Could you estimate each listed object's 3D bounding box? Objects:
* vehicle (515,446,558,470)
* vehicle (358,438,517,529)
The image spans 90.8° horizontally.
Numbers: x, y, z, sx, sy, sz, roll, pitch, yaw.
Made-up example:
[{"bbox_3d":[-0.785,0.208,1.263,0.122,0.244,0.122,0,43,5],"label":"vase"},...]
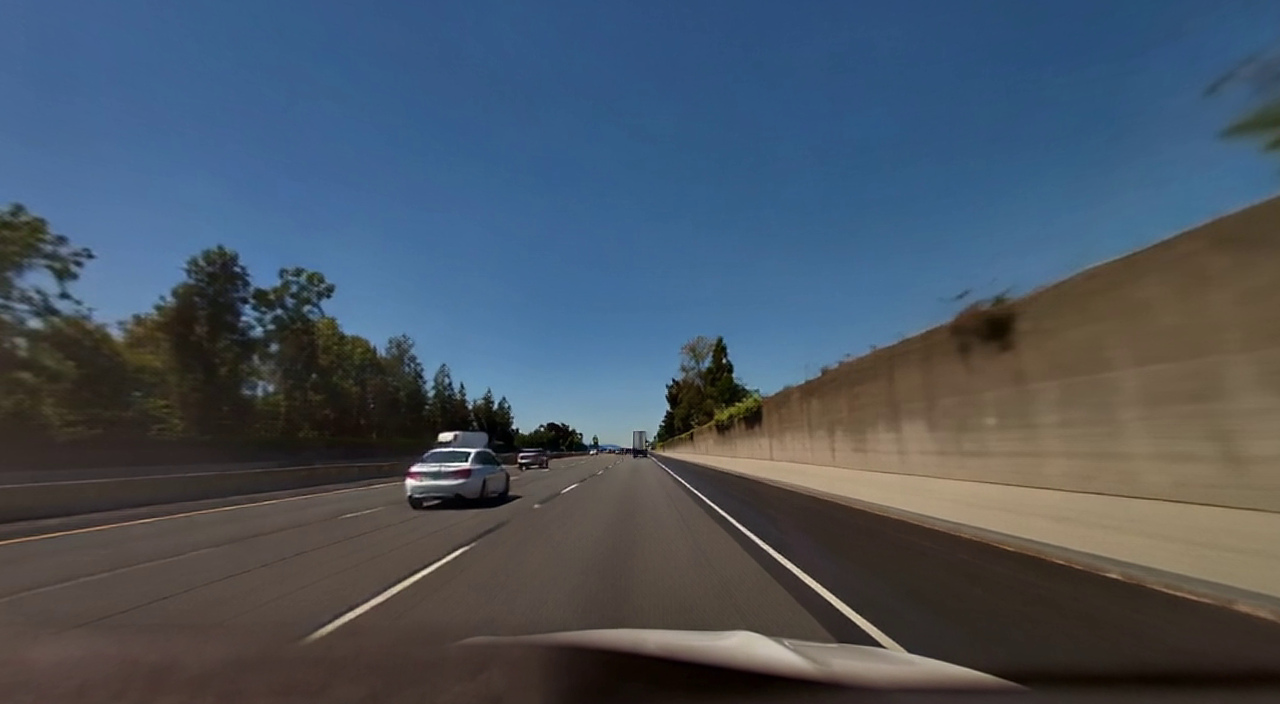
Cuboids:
[{"bbox_3d":[-7.263,7.485,44.848,2.179,1.577,5.070,0,-9,1],"label":"vehicle"},{"bbox_3d":[-3.817,2.536,12.668,1.893,1.521,3.742,0,-9,1],"label":"vehicle"}]
